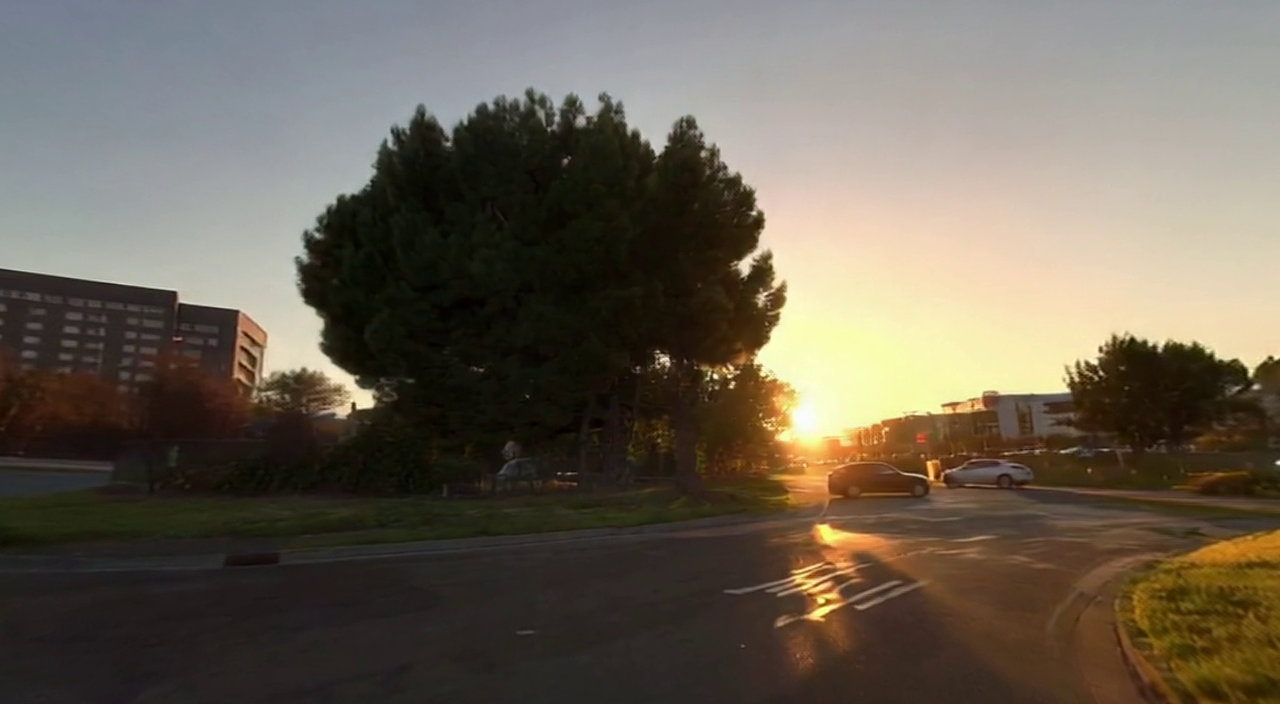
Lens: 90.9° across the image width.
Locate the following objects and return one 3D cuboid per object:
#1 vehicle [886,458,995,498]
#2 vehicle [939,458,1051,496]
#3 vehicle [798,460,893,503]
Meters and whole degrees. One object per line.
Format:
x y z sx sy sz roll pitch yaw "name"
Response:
12.299 5.246 26.063 1.833 1.490 3.705 6 -13 -22 "vehicle"
15.537 5.499 27.823 1.825 1.512 3.943 5 -11 -22 "vehicle"
8.454 5.470 26.341 1.944 1.608 3.715 4 -14 -16 "vehicle"
